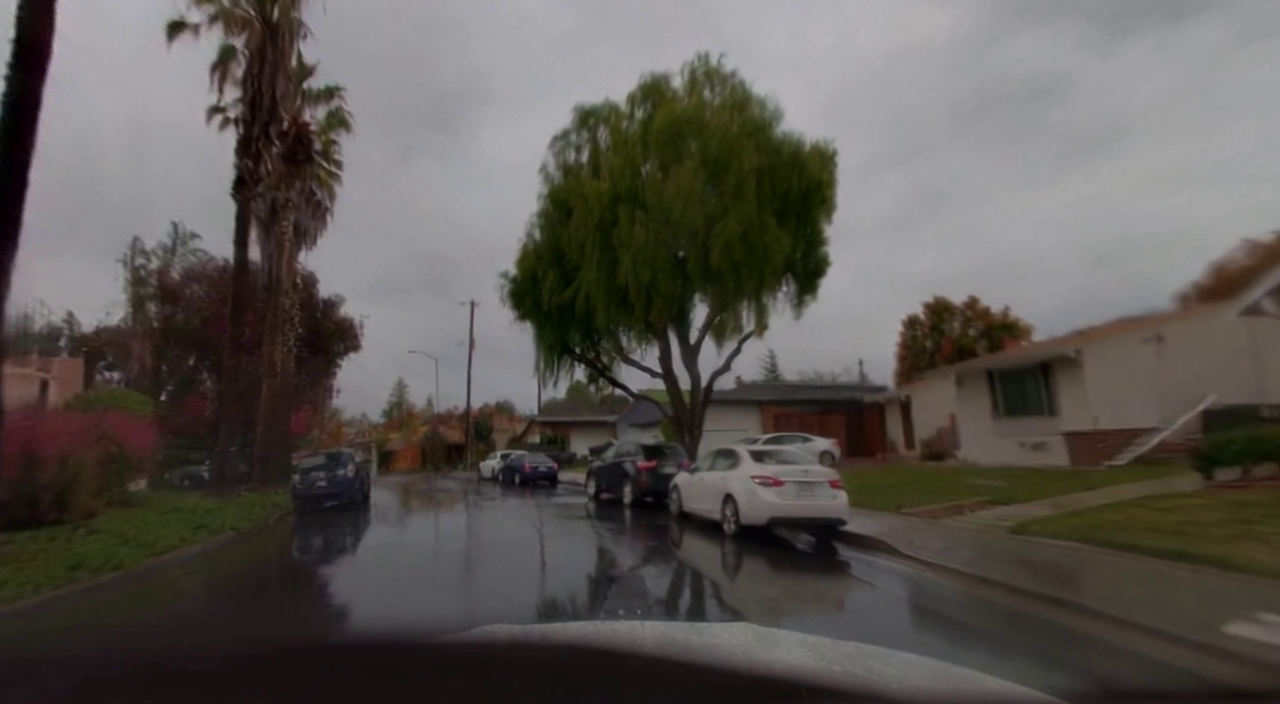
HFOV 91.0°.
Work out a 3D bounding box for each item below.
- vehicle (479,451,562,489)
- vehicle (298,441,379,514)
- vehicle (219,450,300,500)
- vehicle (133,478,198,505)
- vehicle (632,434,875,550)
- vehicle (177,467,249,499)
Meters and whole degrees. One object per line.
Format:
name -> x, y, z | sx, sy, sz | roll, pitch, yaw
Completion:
vehicle -> -5.407, 5.170, 28.038 | 2.006, 1.484, 4.768 | 5, -10, -32
vehicle -> -9.447, 3.826, 19.738 | 2.026, 1.816, 4.532 | -1, -8, -26
vehicle -> -22.086, 7.155, 36.417 | 5.628, 2.109, 2.395 | -16, -12, 40
vehicle -> -32.748, 9.570, 43.389 | 4.390, 1.559, 1.812 | -5, -9, 28
vehicle -> 1.571, 2.236, 10.994 | 2.108, 1.503, 4.977 | 2, -9, -17
vehicle -> -27.388, 8.380, 40.314 | 4.944, 1.819, 2.001 | -8, -11, 33
